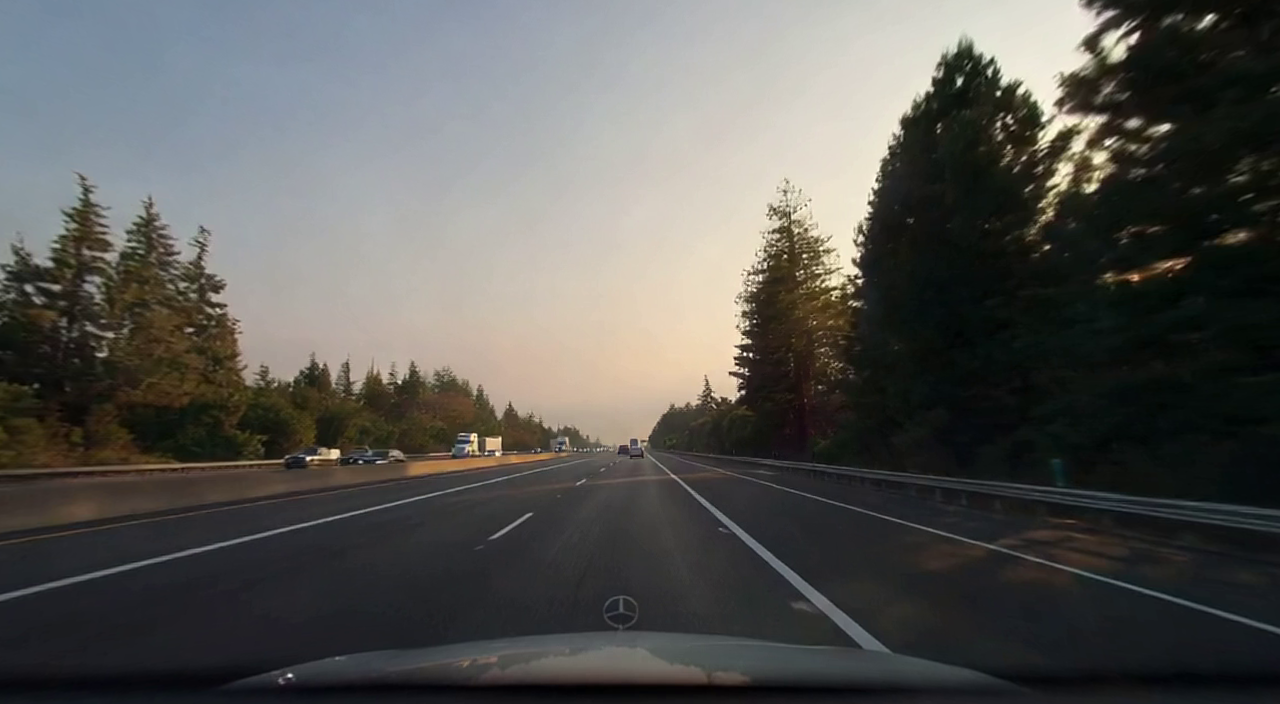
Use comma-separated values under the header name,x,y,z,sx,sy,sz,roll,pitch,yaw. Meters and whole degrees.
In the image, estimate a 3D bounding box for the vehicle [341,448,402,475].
name,x,y,z,sx,sy,sz,roll,pitch,yaw
vehicle,-15.925,6.478,37.365,1.800,1.464,3.896,0,-9,1
